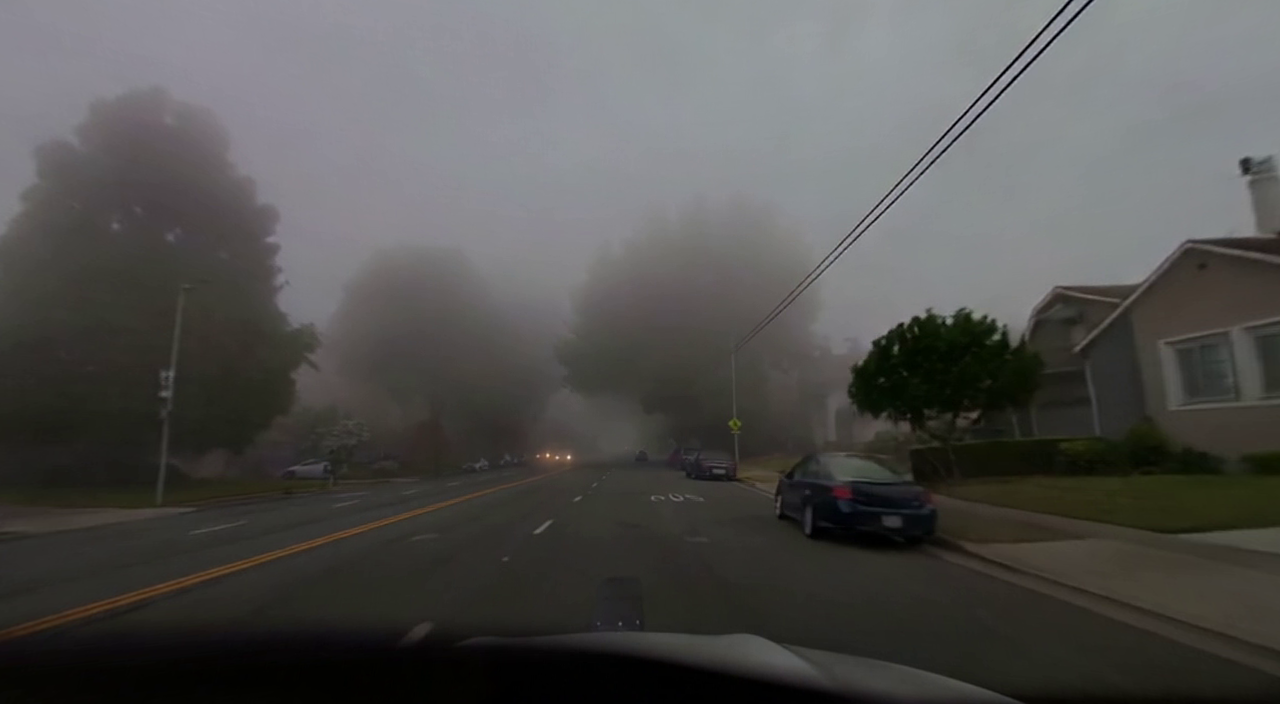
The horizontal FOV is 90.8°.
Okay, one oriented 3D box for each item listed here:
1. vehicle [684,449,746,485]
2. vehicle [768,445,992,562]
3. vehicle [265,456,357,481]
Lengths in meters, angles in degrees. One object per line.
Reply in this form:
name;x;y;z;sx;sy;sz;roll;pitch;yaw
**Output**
vehicle;3.316;5.224;29.030;2.158;1.477;5.135;0;-9;0
vehicle;3.527;2.289;10.375;2.009;1.468;4.414;0;-9;1
vehicle;-21.306;7.576;41.083;4.870;1.529;2.004;0;-9;0
